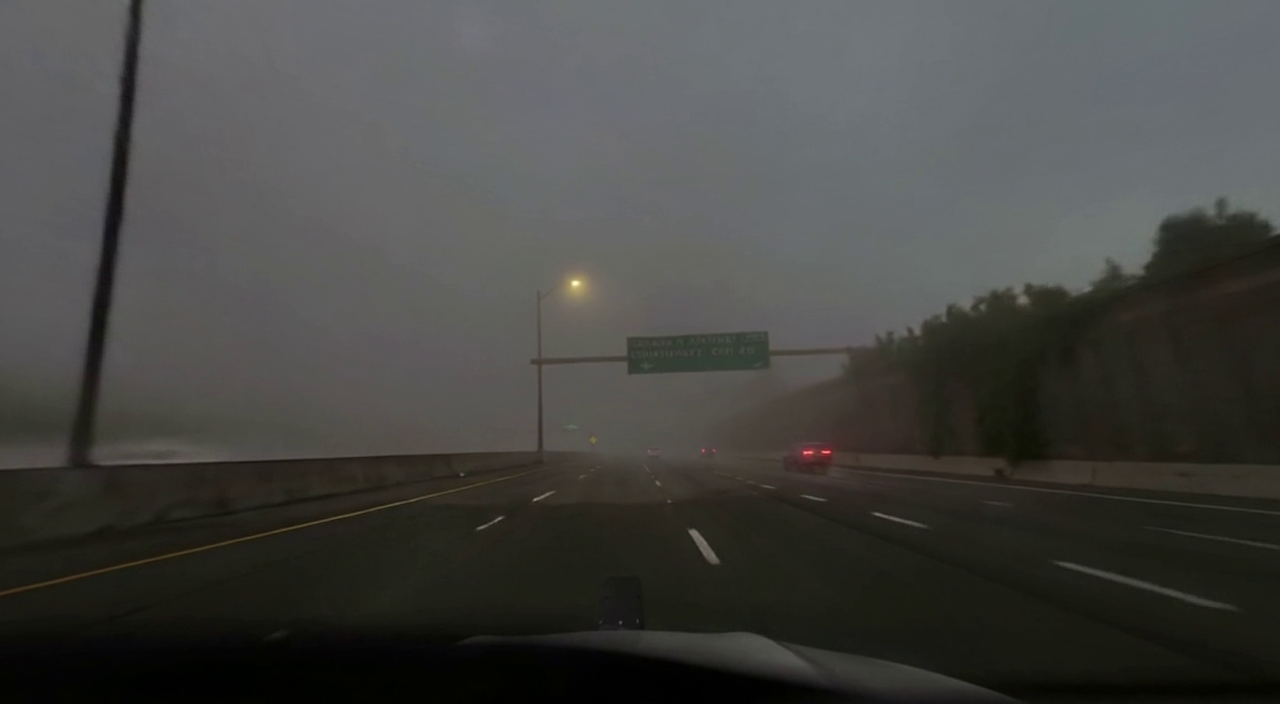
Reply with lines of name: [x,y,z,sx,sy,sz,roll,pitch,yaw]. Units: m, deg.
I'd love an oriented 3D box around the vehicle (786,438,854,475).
vehicle: [9.343,5.461,33.123,2.167,1.781,4.340,0,-9,-1]
